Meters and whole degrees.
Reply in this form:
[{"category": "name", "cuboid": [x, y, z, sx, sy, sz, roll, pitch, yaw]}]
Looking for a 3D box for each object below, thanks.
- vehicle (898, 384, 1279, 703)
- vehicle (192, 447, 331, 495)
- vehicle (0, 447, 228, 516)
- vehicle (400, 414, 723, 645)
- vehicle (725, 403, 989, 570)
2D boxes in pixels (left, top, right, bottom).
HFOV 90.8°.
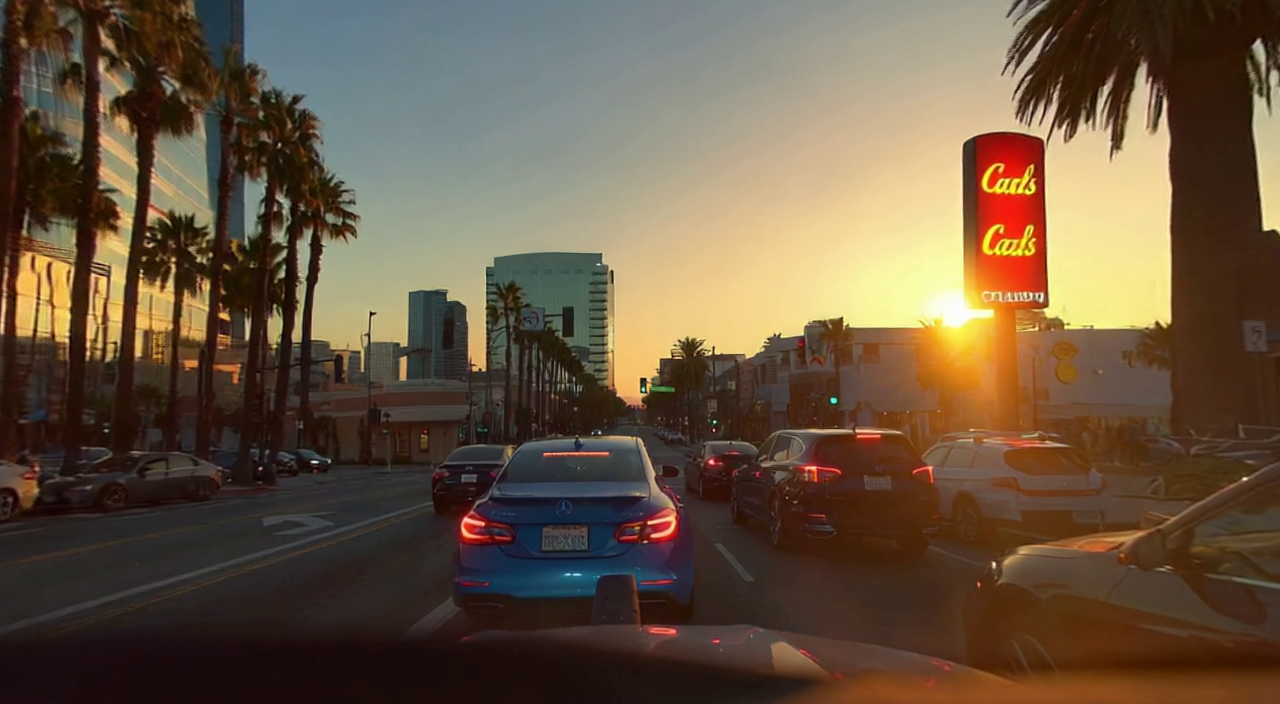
[{"category": "vehicle", "cuboid": [2.619, 0.810, 1.482, 2.085, 1.469, 4.458, 0, -9, -1]}, {"category": "vehicle", "cuboid": [-12.856, 4.025, 21.881, 1.856, 1.455, 4.700, 0, -9, 0]}, {"category": "vehicle", "cuboid": [-12.850, 3.135, 15.926, 1.870, 1.475, 4.531, 0, -9, 0]}, {"category": "vehicle", "cuboid": [-0.519, 1.468, 6.227, 2.096, 1.492, 4.071, 0, -9, 0]}, {"category": "vehicle", "cuboid": [2.641, 1.775, 9.074, 2.096, 1.775, 4.440, 0, -9, -2]}]
